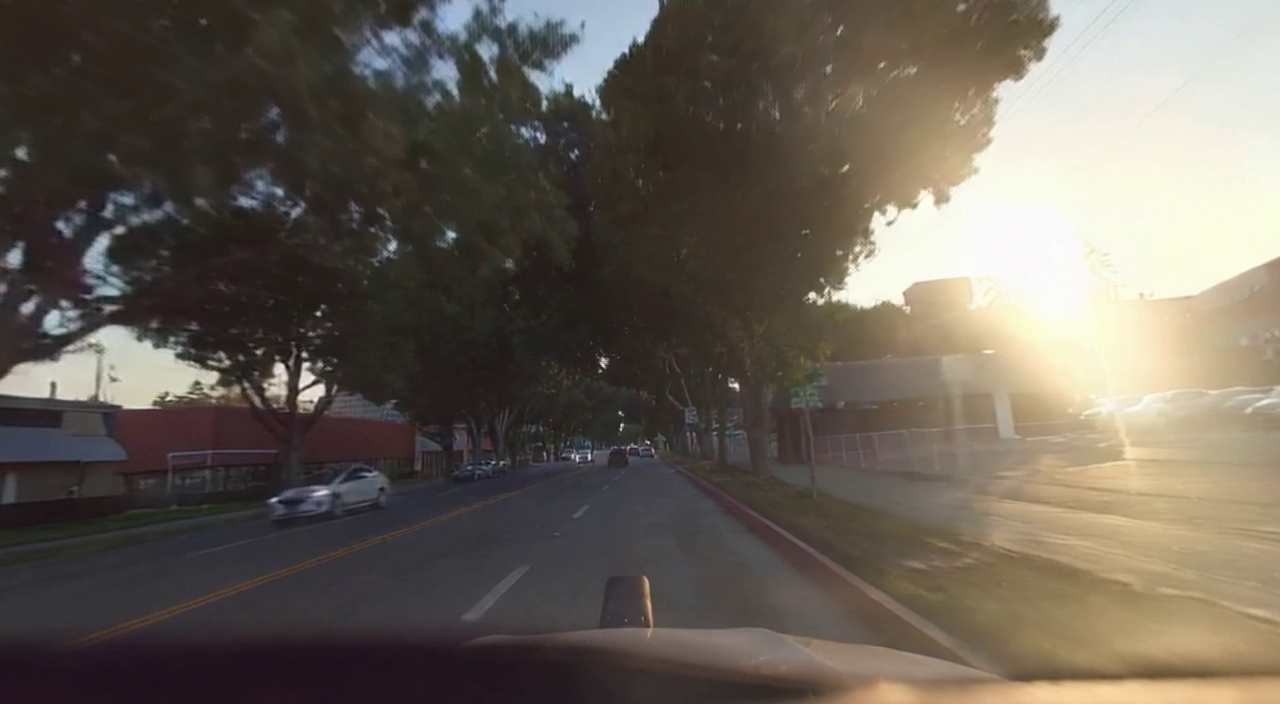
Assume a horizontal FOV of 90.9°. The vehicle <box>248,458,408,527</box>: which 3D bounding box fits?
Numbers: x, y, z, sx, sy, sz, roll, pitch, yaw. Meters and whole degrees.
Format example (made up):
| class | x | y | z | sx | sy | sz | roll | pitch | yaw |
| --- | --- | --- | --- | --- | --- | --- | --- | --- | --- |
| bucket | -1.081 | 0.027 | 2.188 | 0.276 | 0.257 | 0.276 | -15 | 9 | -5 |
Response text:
| class | x | y | z | sx | sy | sz | roll | pitch | yaw |
| --- | --- | --- | --- | --- | --- | --- | --- | --- | --- |
| vehicle | -8.119 | 3.663 | 16.964 | 1.925 | 1.502 | 4.359 | -1 | -9 | 2 |
